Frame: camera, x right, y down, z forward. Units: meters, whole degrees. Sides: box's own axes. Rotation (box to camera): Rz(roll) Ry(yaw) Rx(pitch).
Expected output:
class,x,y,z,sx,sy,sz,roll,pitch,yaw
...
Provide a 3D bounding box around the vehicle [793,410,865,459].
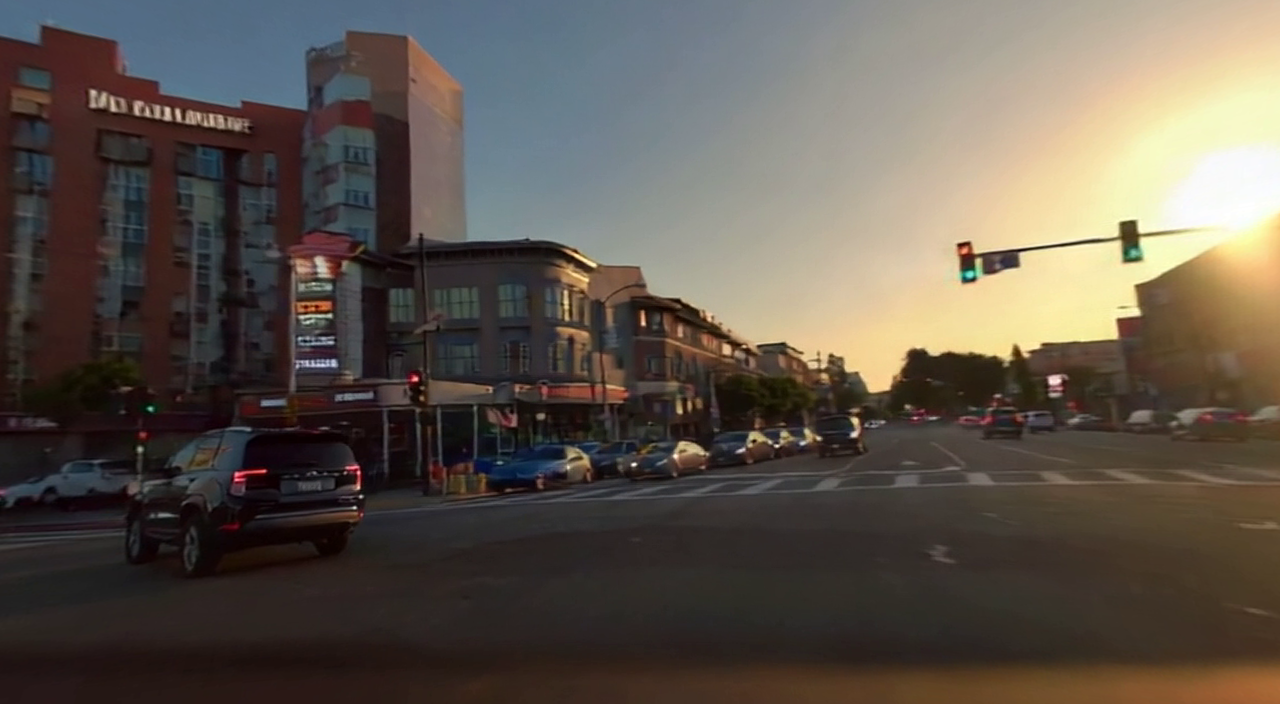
class,x,y,z,sx,sy,sz,roll,pitch,yaw
vehicle,8.926,3.881,29.429,2.428,2.035,5.636,-4,-9,23

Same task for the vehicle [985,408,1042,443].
class,x,y,z,sx,sy,sz,roll,pitch,yaw
vehicle,22.353,4.479,37.957,2.115,1.932,5.189,-4,-8,22

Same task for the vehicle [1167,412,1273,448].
class,x,y,z,sx,sy,sz,roll,pitch,yaw
vehicle,24.976,3.416,27.359,1.863,1.426,4.494,-4,-8,23

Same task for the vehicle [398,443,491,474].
class,x,y,z,sx,sy,sz,roll,pitch,yaw
vehicle,-9.765,5.275,31.474,4.286,1.210,1.877,-3,-4,26

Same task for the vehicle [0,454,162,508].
class,x,y,z,sx,sy,sz,roll,pitch,yaw
vehicle,-22.103,4.875,24.460,2.060,1.732,5.462,0,-9,13

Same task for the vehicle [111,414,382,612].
class,x,y,z,sx,sy,sz,roll,pitch,yaw
vehicle,-5.498,1.884,8.511,2.157,1.863,4.665,7,-11,-42

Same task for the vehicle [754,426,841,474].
class,x,y,z,sx,sy,sz,roll,pitch,yaw
vehicle,5.732,3.440,22.477,2.149,1.487,4.667,-4,-9,24

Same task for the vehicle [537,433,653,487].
class,x,y,z,sx,sy,sz,roll,pitch,yaw
vehicle,-1.457,3.847,23.065,1.993,1.708,5.219,-4,-9,24

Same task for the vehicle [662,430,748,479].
class,x,y,z,sx,sy,sz,roll,pitch,yaw
vehicle,2.422,3.616,22.597,1.931,1.561,3.882,-4,-8,23
